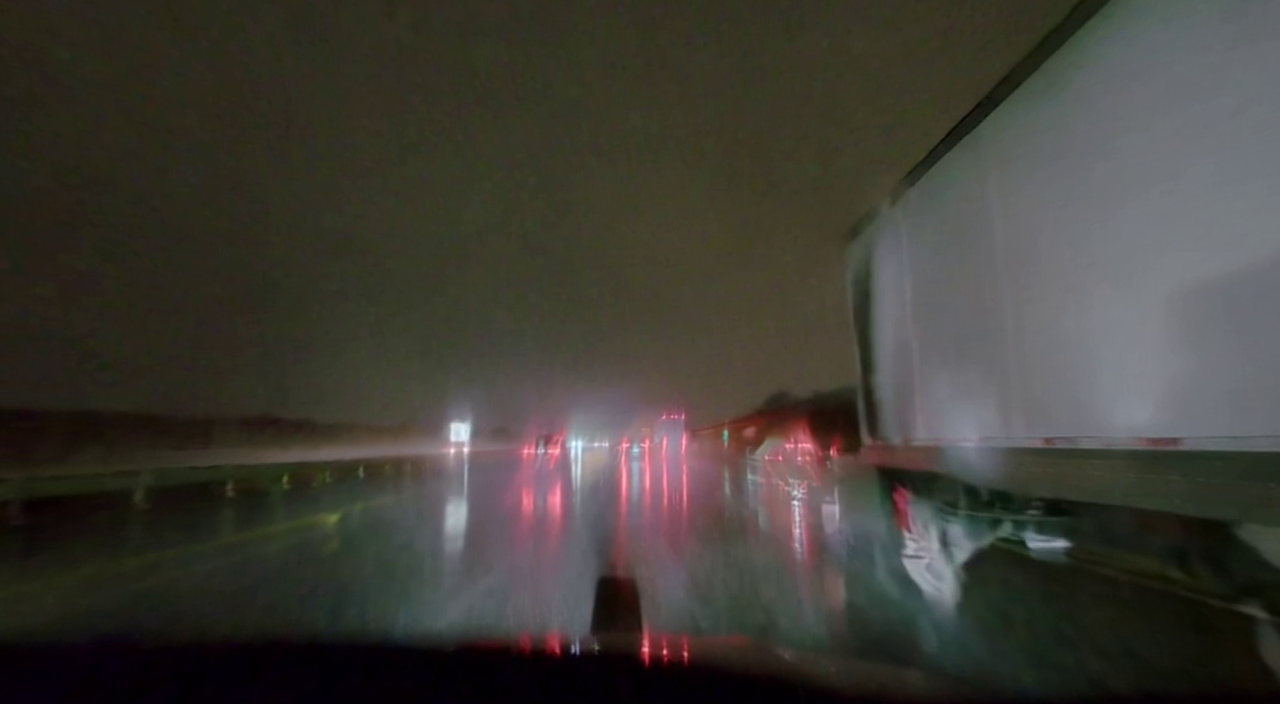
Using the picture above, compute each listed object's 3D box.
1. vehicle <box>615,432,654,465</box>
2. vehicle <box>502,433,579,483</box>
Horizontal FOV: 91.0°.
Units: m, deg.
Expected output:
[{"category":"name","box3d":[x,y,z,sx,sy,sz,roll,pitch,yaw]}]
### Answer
[{"category":"vehicle","box3d":[-0.407,6.453,42.190,2.456,2.007,4.728,0,-8,-2]},{"category":"vehicle","box3d":[-3.802,4.133,24.906,2.326,1.761,4.450,-1,-8,0]}]
